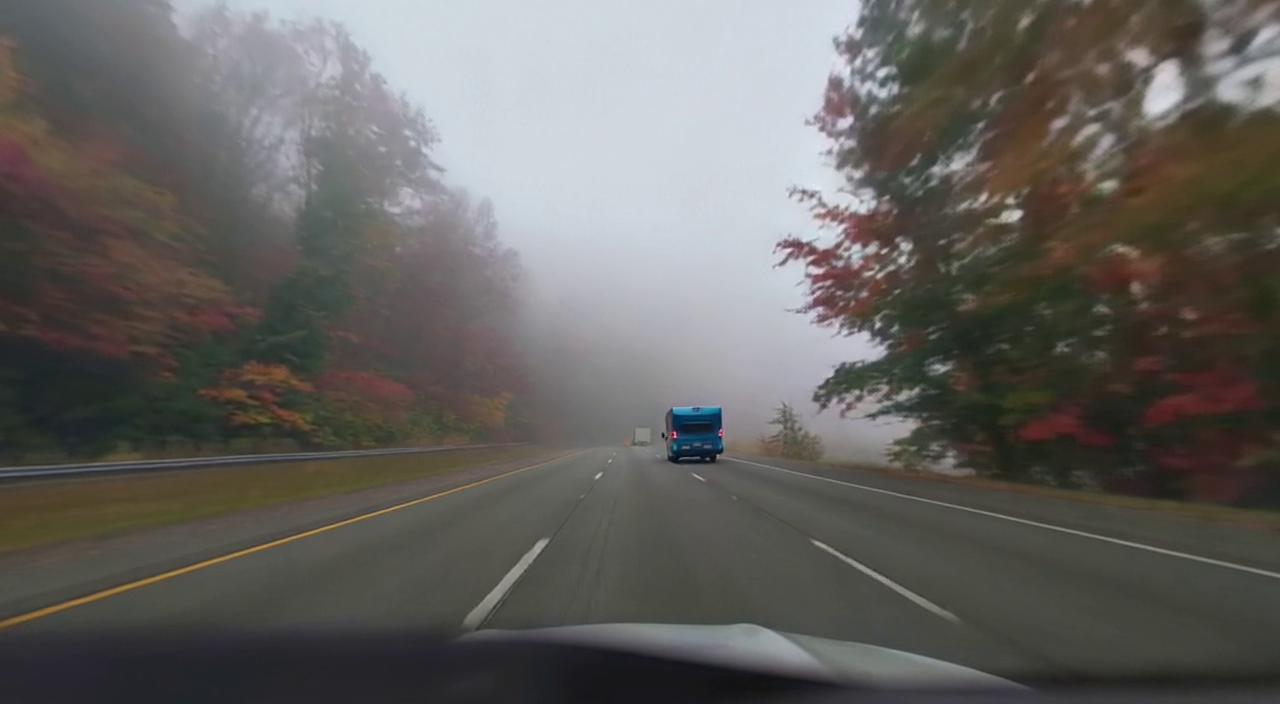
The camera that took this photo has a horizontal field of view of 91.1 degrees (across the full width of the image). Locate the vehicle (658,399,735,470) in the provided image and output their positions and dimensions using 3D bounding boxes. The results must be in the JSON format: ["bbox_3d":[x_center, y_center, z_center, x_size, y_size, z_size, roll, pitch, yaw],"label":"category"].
[{"bbox_3d":[2.414,3.879,29.439,2.815,2.876,7.101,0,-8,-1],"label":"vehicle"}]
